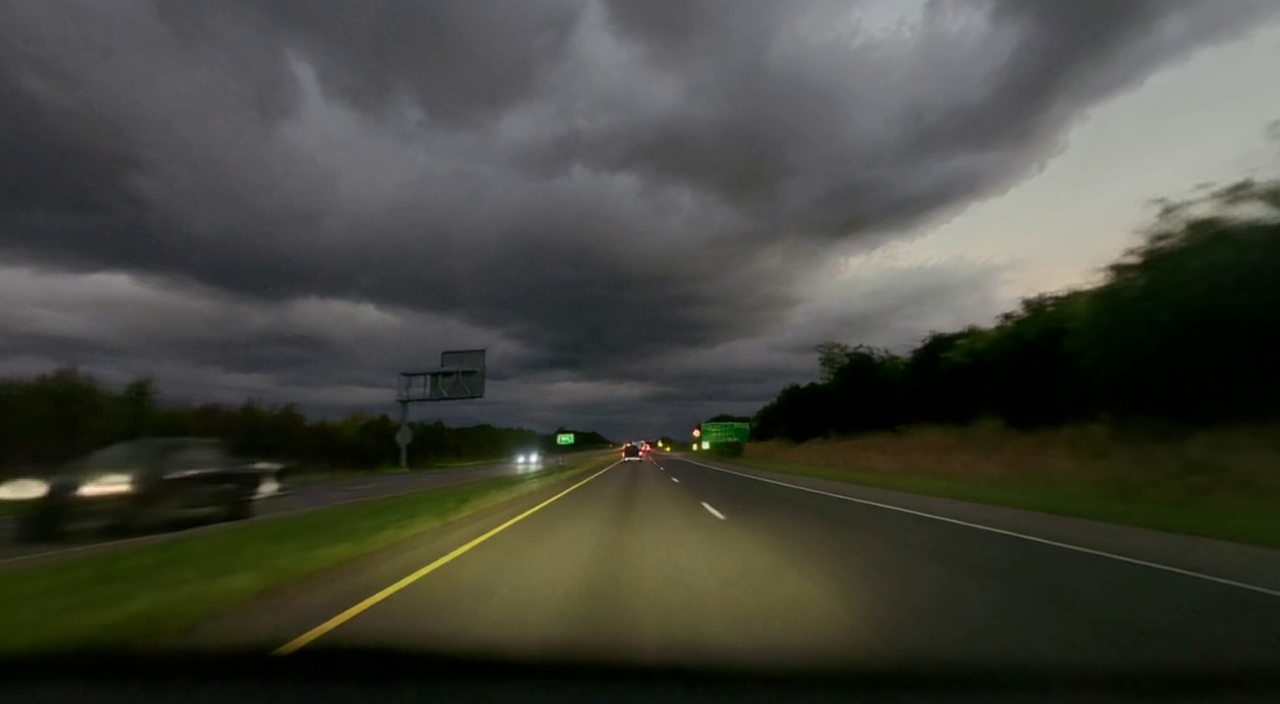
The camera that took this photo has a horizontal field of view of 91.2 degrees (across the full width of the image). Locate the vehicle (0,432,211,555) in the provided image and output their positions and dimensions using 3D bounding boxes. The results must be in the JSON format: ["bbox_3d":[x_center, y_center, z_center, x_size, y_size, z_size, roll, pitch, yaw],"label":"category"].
[{"bbox_3d":[-9.509,2.137,9.944,2.016,1.620,4.735,0,-9,0],"label":"vehicle"}]
